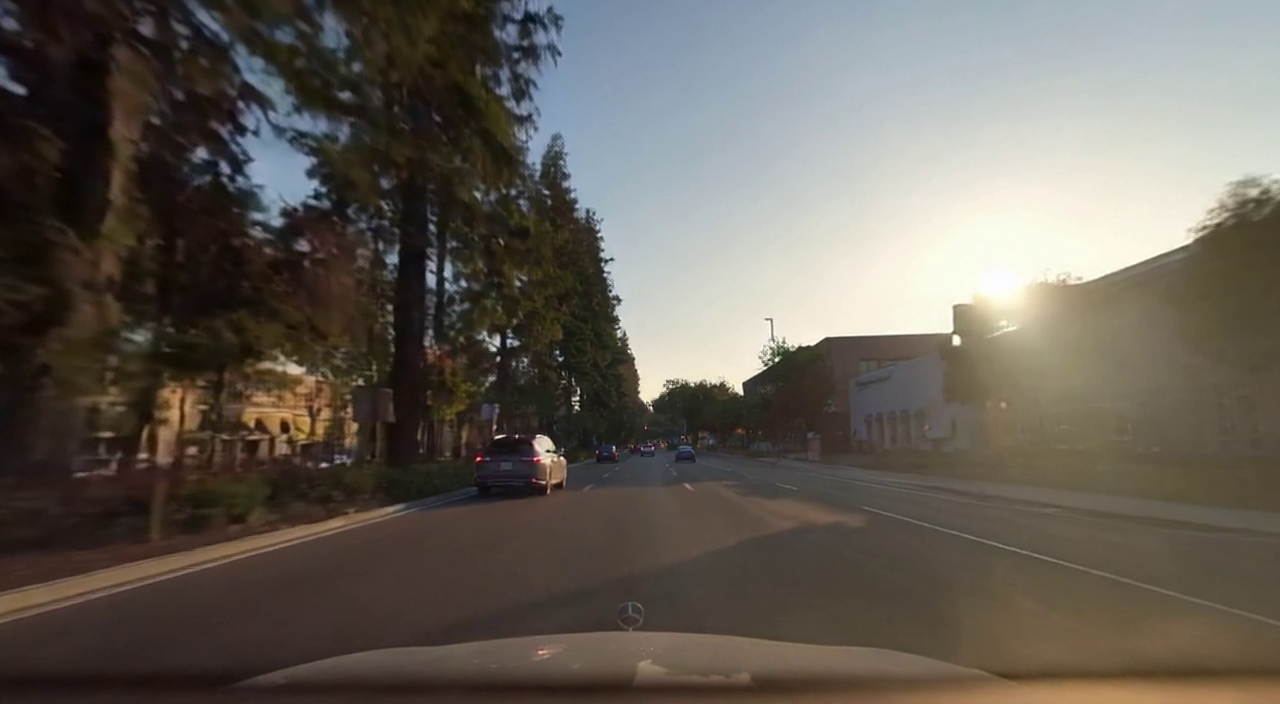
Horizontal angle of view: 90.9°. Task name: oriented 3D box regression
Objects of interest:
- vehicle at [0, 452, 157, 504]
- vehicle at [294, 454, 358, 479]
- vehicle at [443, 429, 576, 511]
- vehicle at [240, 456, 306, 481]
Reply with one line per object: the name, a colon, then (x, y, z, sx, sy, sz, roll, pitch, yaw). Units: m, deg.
vehicle: (-22.762, 5.074, 25.912, 1.986, 1.826, 5.008, 1, -8, -3)
vehicle: (-20.576, 7.513, 41.541, 1.817, 1.495, 4.540, 0, -8, 0)
vehicle: (-2.909, 2.766, 15.258, 2.121, 1.656, 4.559, 0, -8, 2)
vehicle: (-24.394, 7.747, 42.126, 1.825, 1.498, 4.308, 0, -8, 0)
